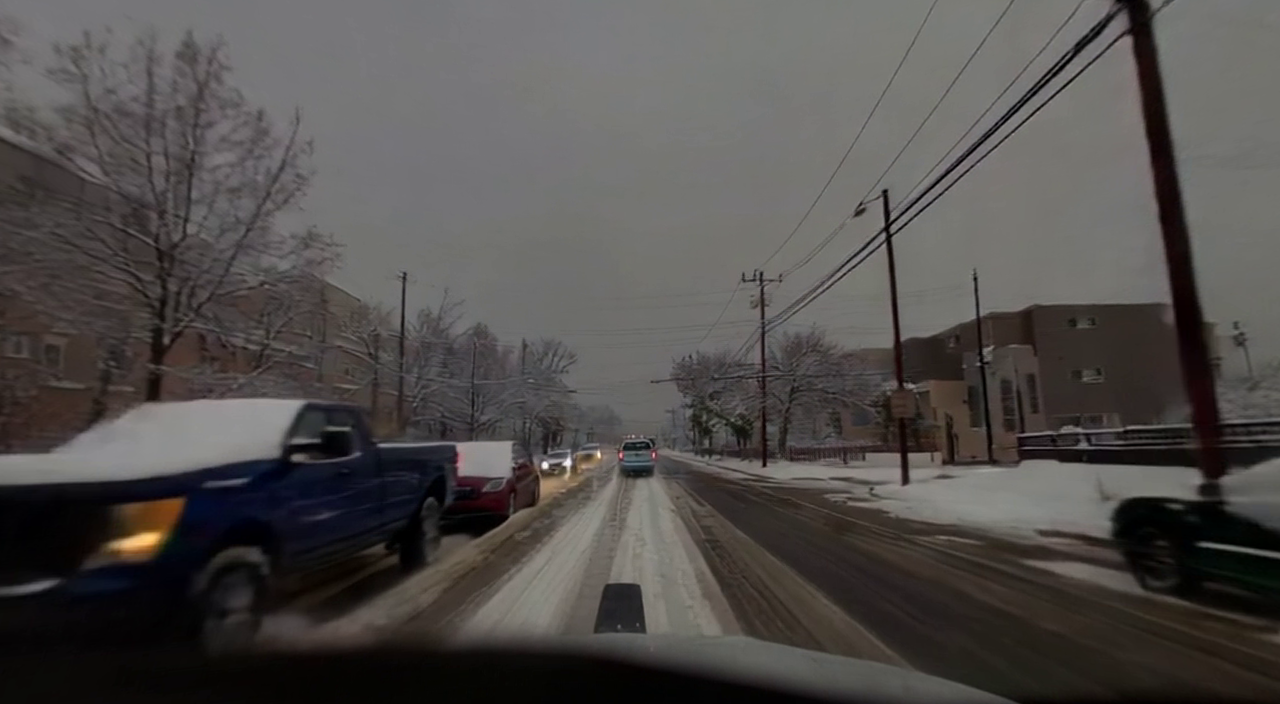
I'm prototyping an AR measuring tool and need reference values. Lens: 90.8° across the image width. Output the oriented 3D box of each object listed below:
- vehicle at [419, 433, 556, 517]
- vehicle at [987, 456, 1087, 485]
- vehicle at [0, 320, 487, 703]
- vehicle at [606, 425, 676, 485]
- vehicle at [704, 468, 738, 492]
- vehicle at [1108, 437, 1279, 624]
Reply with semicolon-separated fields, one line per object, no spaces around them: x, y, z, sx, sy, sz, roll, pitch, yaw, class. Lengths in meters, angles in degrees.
-3.033;2.530;13.510;1.893;1.518;4.024;0;-8;0;vehicle
21.937;6.540;35.011;4.262;1.474;1.929;0;-8;-3;vehicle
-2.910;1.146;4.950;2.178;1.861;4.920;0;-8;0;vehicle
0.074;3.790;23.116;2.308;1.940;4.125;-1;-10;1;vehicle
6.217;9.882;49.144;2.023;1.611;4.614;0;-9;0;vehicle
6.132;1.341;4.445;1.943;1.490;4.783;0;-8;-1;vehicle
